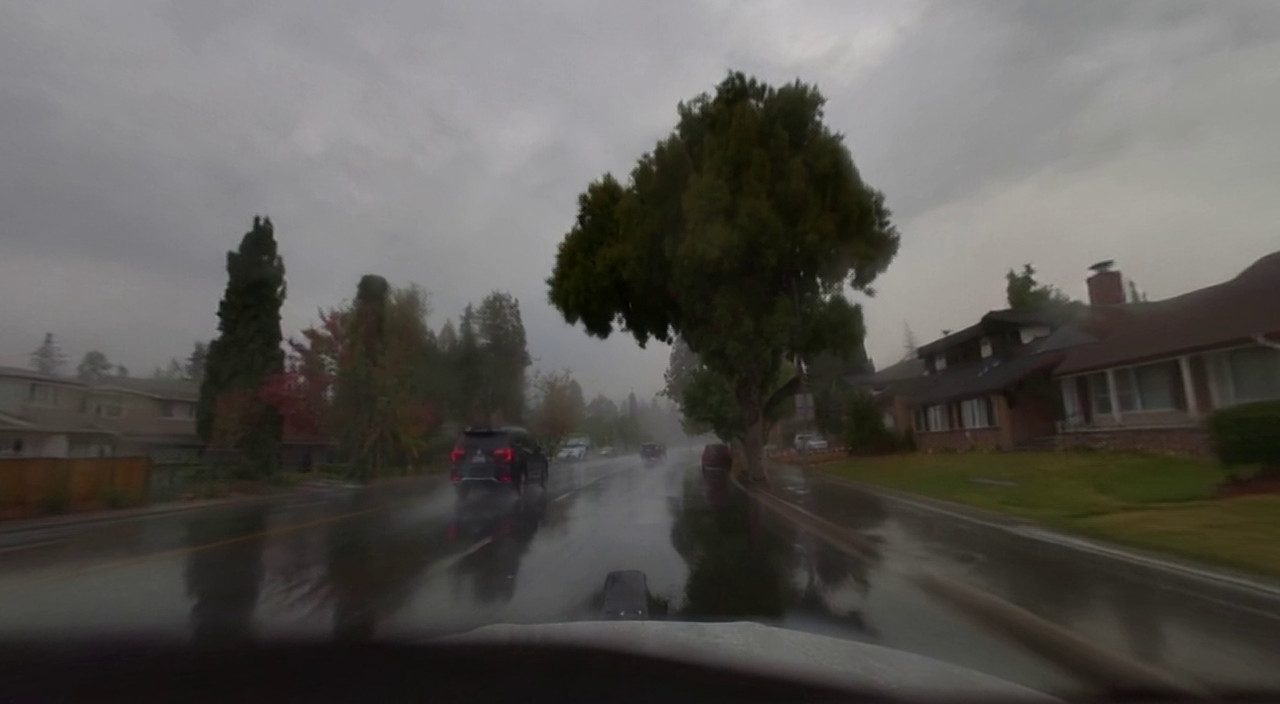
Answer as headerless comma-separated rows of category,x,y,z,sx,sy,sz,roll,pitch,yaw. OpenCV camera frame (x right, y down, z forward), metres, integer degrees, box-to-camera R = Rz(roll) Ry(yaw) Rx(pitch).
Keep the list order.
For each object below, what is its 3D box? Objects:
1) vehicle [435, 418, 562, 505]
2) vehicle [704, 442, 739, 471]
vehicle,-3.794,3.054,18.048,2.085,2.084,5.133,-1,-8,4
vehicle,5.100,6.444,39.270,2.040,1.643,4.446,-1,-9,8
